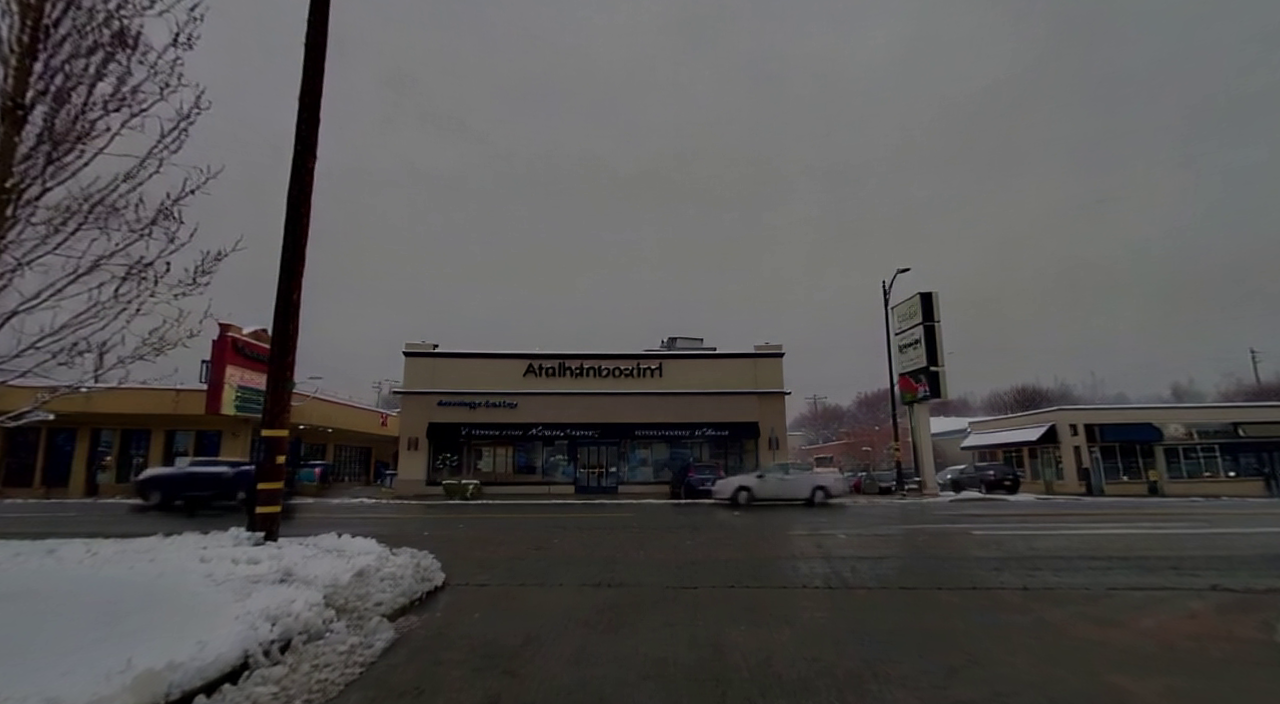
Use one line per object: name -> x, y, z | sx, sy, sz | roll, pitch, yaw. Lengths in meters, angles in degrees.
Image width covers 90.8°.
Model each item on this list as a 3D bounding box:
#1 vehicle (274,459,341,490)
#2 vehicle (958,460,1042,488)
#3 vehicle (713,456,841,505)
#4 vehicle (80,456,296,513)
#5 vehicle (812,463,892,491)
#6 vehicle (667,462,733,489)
vehicle -> -19.976, 7.287, 37.865 | 4.596, 1.680, 1.936 | -7, -11, 41
vehicle -> 25.780, 8.689, 45.323 | 4.838, 1.799, 1.914 | -7, -11, 39
vehicle -> 4.808, 4.552, 22.570 | 4.073, 1.609, 1.813 | 1, -9, -4
vehicle -> -12.915, 3.800, 18.368 | 4.661, 1.478, 1.878 | 1, -9, -7
vehicle -> 13.014, 7.678, 38.999 | 1.791, 1.453, 4.593 | 5, -10, -29
vehicle -> 3.646, 7.600, 39.179 | 1.812, 1.468, 4.519 | 5, -10, -29
